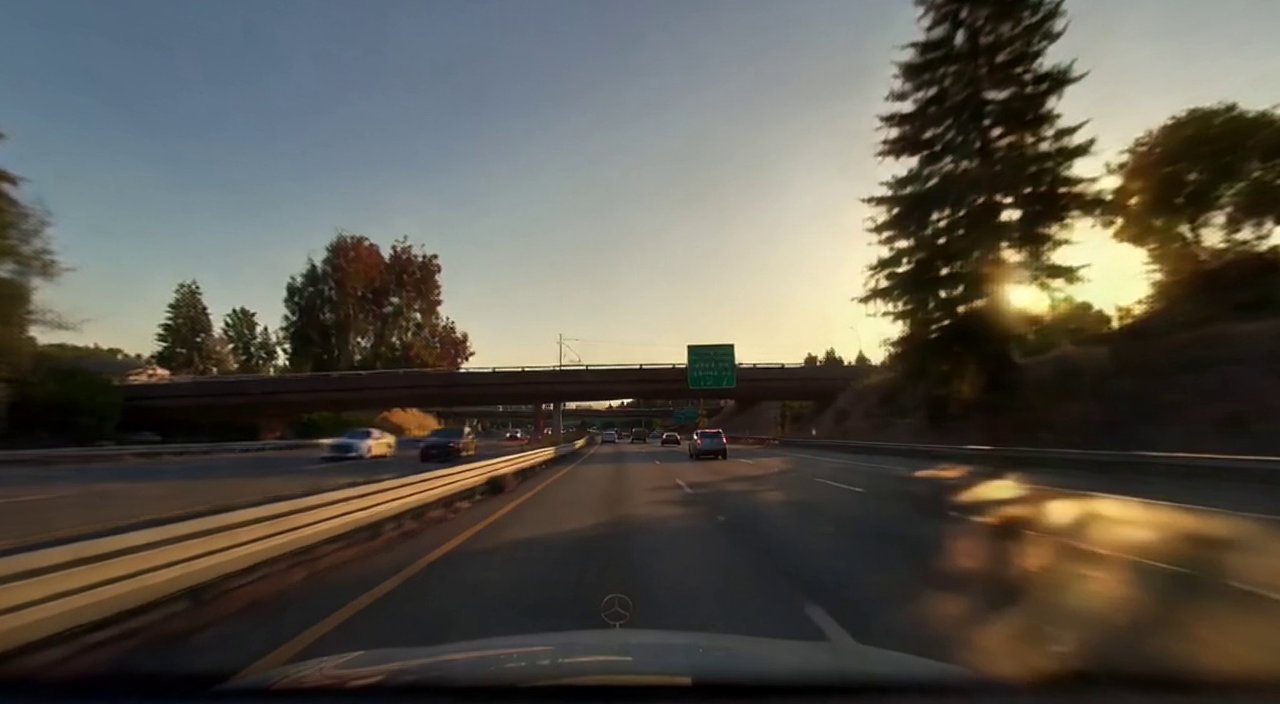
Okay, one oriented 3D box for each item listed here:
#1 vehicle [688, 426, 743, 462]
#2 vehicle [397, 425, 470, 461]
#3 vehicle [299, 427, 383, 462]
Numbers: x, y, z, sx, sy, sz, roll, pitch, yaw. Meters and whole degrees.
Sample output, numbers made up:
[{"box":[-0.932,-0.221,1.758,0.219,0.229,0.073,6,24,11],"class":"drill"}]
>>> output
[{"box":[3.487,4.314,29.763,1.938,1.578,3.764,0,-8,-3],"class":"vehicle"},{"box":[-9.415,4.155,29.072,2.070,1.520,4.122,0,-7,-2],"class":"vehicle"},{"box":[-13.454,4.175,28.636,1.929,1.465,3.997,0,-7,-2],"class":"vehicle"}]
